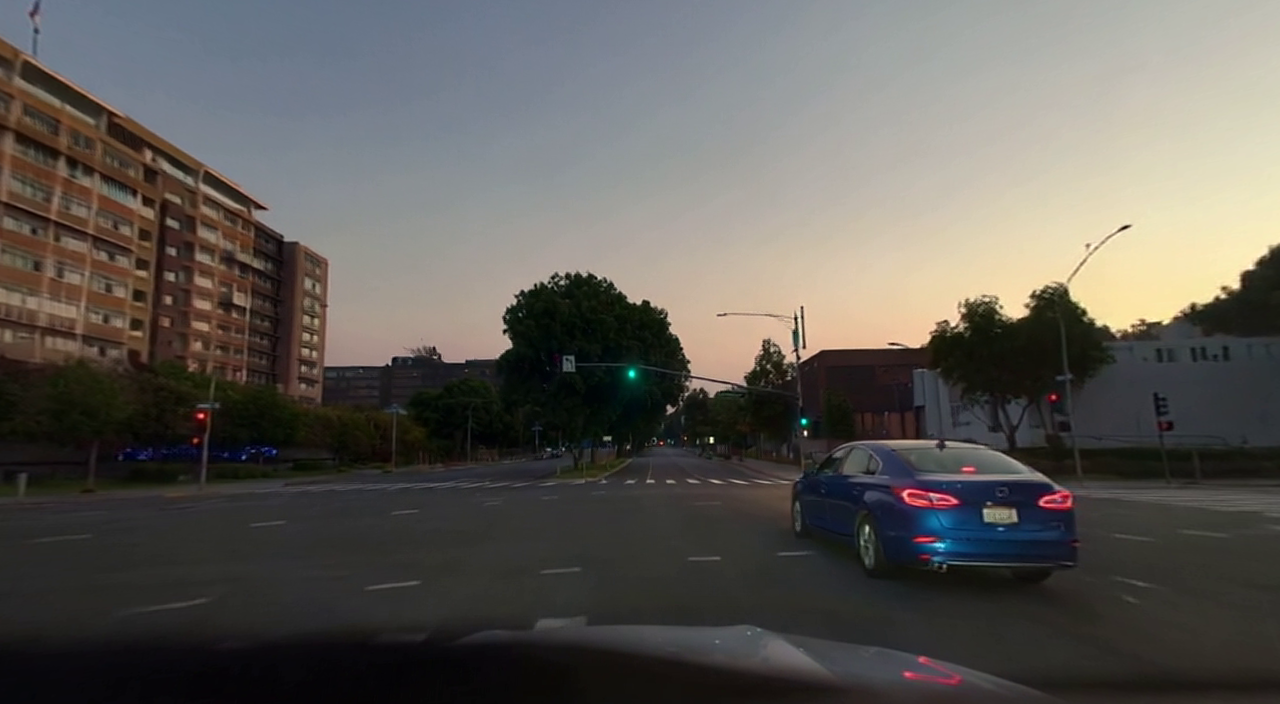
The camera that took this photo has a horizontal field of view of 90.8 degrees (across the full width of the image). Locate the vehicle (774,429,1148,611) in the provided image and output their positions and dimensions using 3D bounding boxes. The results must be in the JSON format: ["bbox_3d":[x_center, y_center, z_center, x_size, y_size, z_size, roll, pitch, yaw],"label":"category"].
[{"bbox_3d":[3.280,1.804,7.876,2.089,1.539,4.767,0,-8,-1],"label":"vehicle"}]
